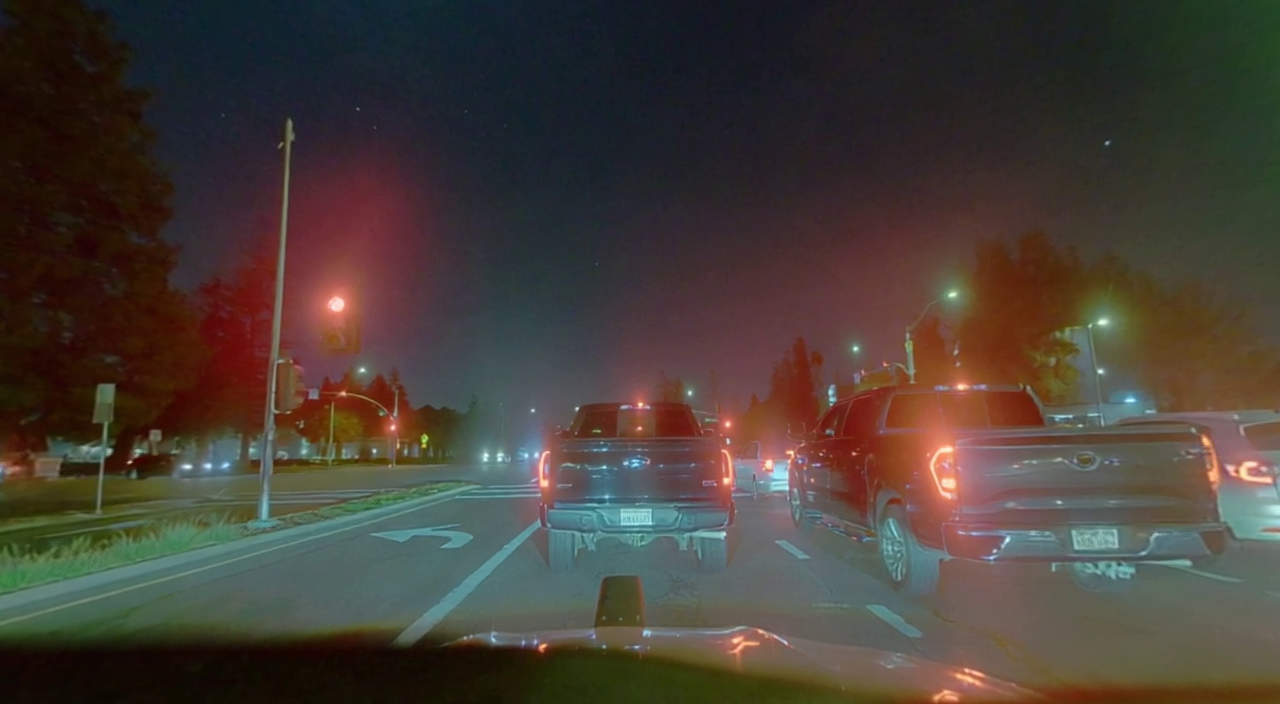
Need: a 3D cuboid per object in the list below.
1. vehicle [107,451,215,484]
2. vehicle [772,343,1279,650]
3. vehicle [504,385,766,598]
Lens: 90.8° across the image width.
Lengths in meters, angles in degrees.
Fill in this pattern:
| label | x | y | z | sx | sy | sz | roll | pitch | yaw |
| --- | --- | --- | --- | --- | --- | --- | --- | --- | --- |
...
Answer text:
| label | x | y | z | sx | sy | sz | roll | pitch | yaw |
| --- | --- | --- | --- | --- | --- | --- | --- | --- | --- |
| vehicle | -26.394 | 6.332 | 35.002 | 4.437 | 1.669 | 1.936 | 5 | -10 | -30 |
| vehicle | 3.317 | 1.329 | 6.936 | 2.412 | 1.953 | 5.682 | 0 | -9 | -1 |
| vehicle | -0.068 | 1.571 | 8.007 | 2.240 | 1.821 | 5.001 | 0 | -9 | -1 |
